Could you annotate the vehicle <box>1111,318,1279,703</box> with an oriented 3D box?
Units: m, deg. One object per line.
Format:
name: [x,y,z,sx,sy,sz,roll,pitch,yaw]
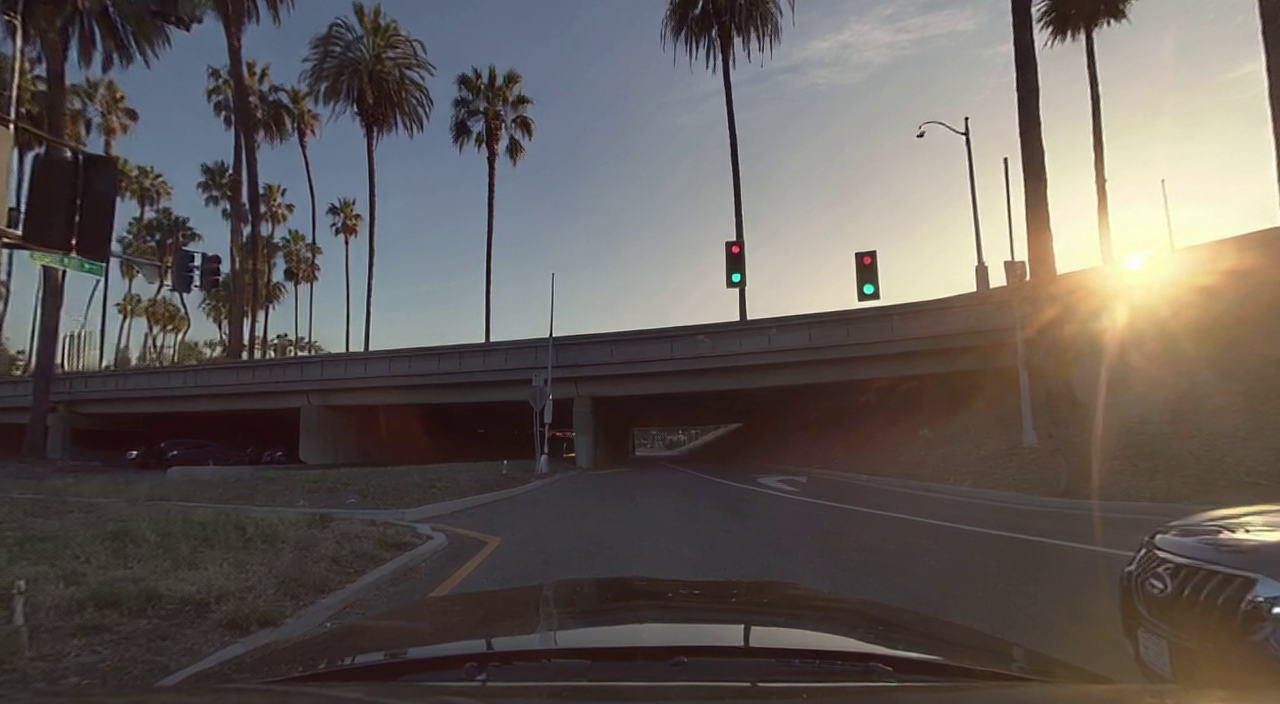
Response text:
vehicle: [3.449,0.522,0.788,2.028,1.770,4.737,0,-9,0]

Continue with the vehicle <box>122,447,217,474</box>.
vehicle: [-26.565,6.111,35.754,1.830,1.443,4.551,0,-9,2]

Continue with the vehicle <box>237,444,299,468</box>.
vehicle: [-26.271,7.342,44.580,1.941,1.631,4.017,0,-9,0]
